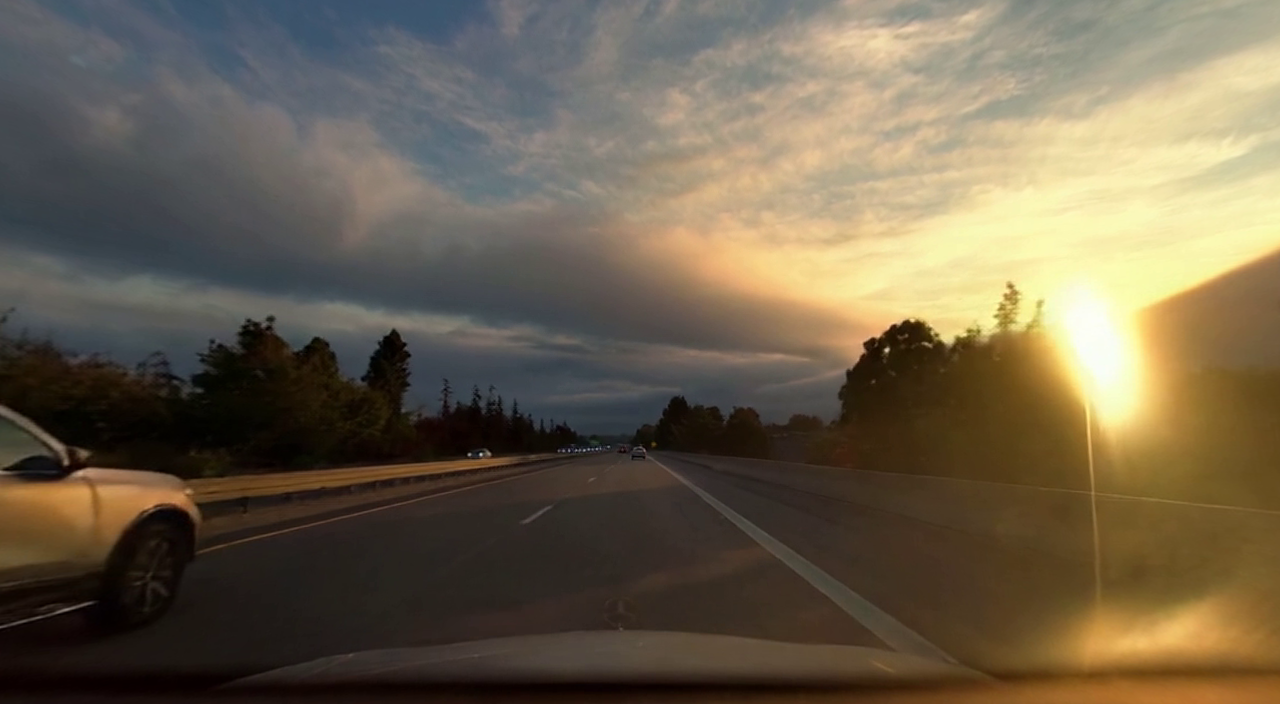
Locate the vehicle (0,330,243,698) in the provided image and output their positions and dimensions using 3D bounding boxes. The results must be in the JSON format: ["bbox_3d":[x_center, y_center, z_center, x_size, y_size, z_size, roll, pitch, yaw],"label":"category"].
[{"bbox_3d":[-4.317,0.739,2.674,2.292,1.802,4.481,0,-9,0],"label":"vehicle"}]
